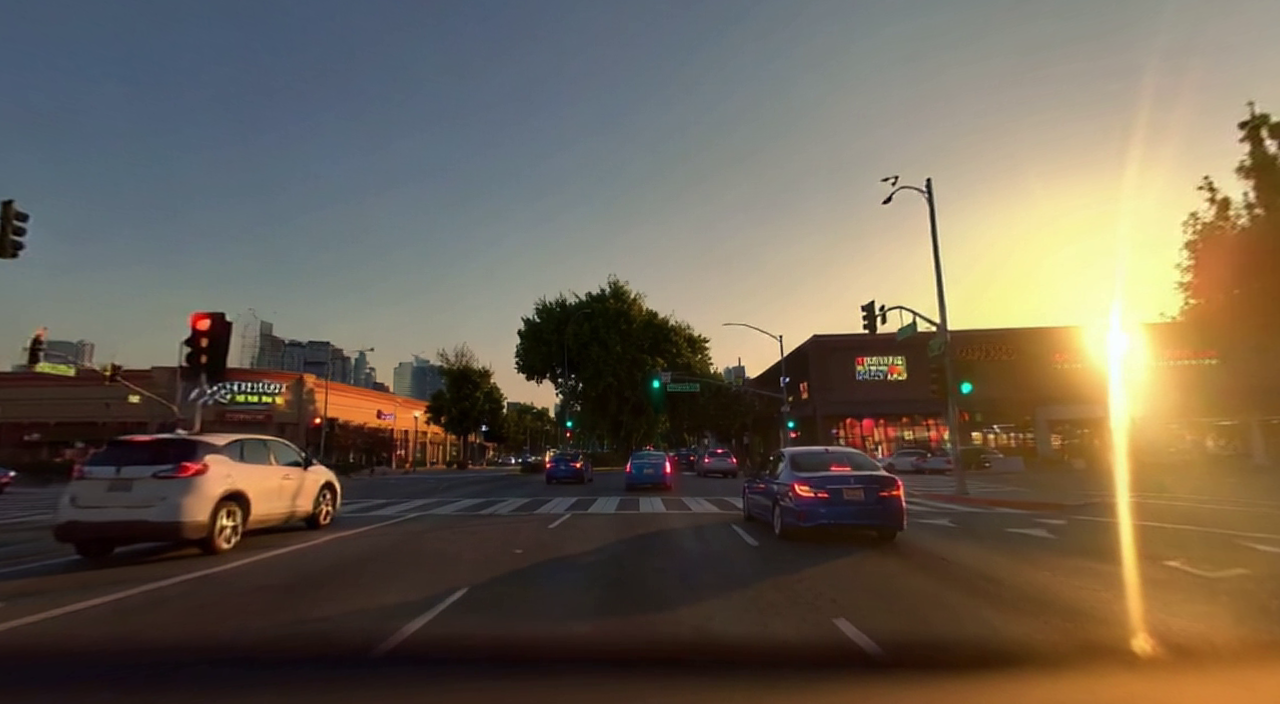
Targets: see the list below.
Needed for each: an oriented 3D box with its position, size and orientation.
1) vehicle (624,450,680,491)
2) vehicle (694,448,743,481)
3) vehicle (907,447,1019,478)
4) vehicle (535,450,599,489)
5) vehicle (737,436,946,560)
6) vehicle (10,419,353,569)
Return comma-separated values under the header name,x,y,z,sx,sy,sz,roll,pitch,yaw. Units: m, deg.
name,x,y,z,sx,sy,sz,roll,pitch,yaw
vehicle,0.457,4.711,25.467,2.070,1.460,4.118,0,-8,1
vehicle,3.898,5.656,31.999,1.931,1.552,4.125,0,-8,0
vehicle,15.799,5.375,30.931,4.481,1.427,1.830,0,-8,-2
vehicle,-3.063,5.021,27.264,2.040,1.471,4.211,-1,-8,3
vehicle,2.837,2.132,9.978,1.946,1.513,4.133,0,-8,0
vehicle,-6.624,2.055,9.959,2.058,1.804,4.391,0,-8,0
